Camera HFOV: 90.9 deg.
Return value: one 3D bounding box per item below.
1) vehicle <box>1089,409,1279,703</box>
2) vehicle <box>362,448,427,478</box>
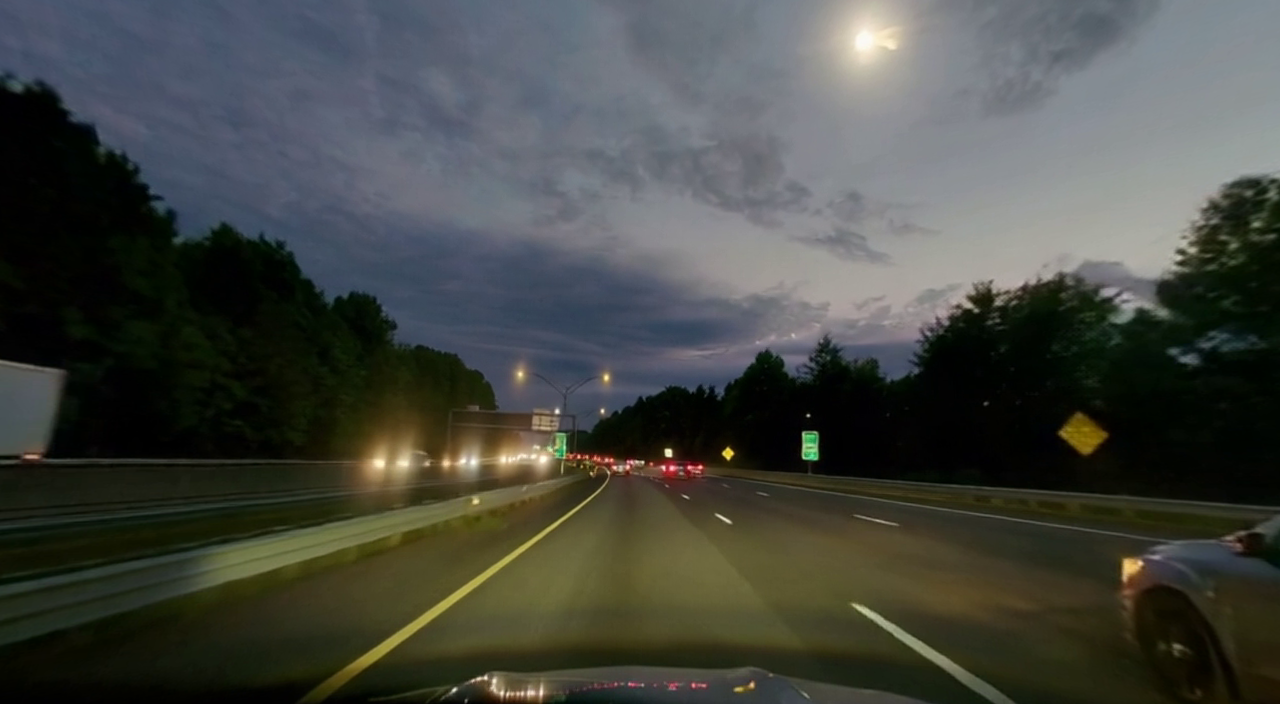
[{"bbox_3d":[3.947,0.932,1.832,2.132,1.662,4.180,1,-10,0],"label":"vehicle"},{"bbox_3d":[-14.302,6.520,37.006,2.030,1.595,4.594,1,-10,-1],"label":"vehicle"}]
